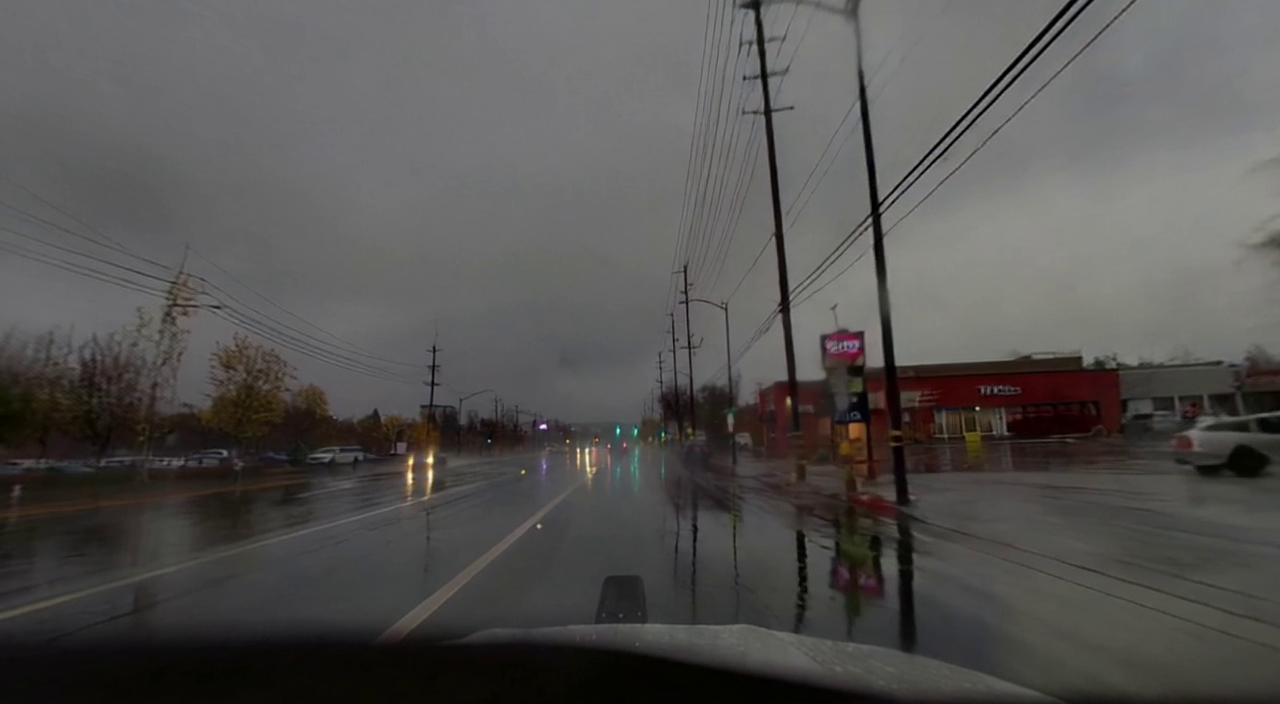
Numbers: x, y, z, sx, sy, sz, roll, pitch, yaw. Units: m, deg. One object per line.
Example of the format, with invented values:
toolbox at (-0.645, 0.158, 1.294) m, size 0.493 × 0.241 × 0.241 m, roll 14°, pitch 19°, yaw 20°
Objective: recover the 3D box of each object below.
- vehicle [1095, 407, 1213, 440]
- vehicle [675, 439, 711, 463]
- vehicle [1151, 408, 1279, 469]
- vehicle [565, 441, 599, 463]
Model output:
vehicle at (33.570, 4.782, 41.479) m, size 2.071 × 1.958 × 5.485 m, roll 4°, pitch -10°, yaw -27°
vehicle at (3.492, 6.701, 42.737) m, size 1.922 × 1.507 × 4.824 m, roll 0°, pitch -9°, yaw -1°
vehicle at (16.347, 2.222, 16.152) m, size 2.150 × 1.463 × 4.524 m, roll 5°, pitch -10°, yaw -33°
vehicle at (-4.292, 7.537, 47.721) m, size 2.179 × 1.490 × 4.742 m, roll 0°, pitch -9°, yaw -1°
